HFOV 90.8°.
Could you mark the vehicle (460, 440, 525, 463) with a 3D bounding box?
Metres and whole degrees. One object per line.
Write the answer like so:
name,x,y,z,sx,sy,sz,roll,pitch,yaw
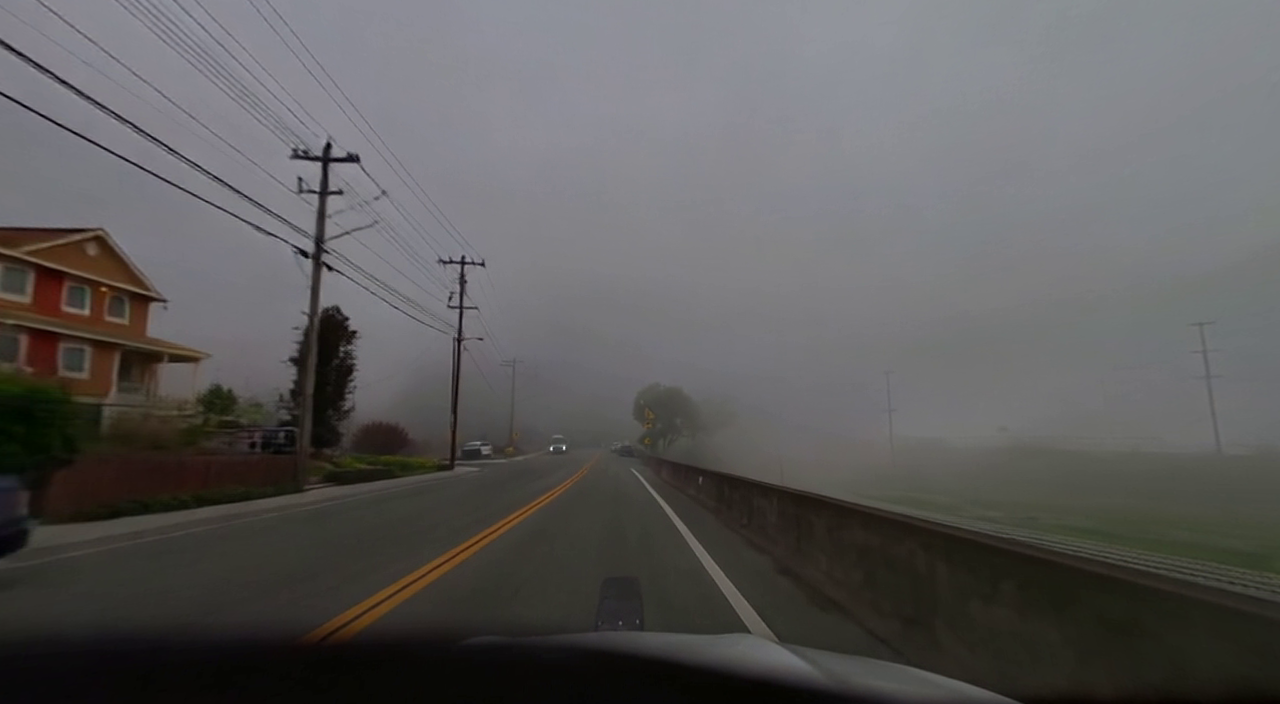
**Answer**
vehicle,-11.309,7.657,48.560,4.500,1.674,1.915,8,-12,-44
